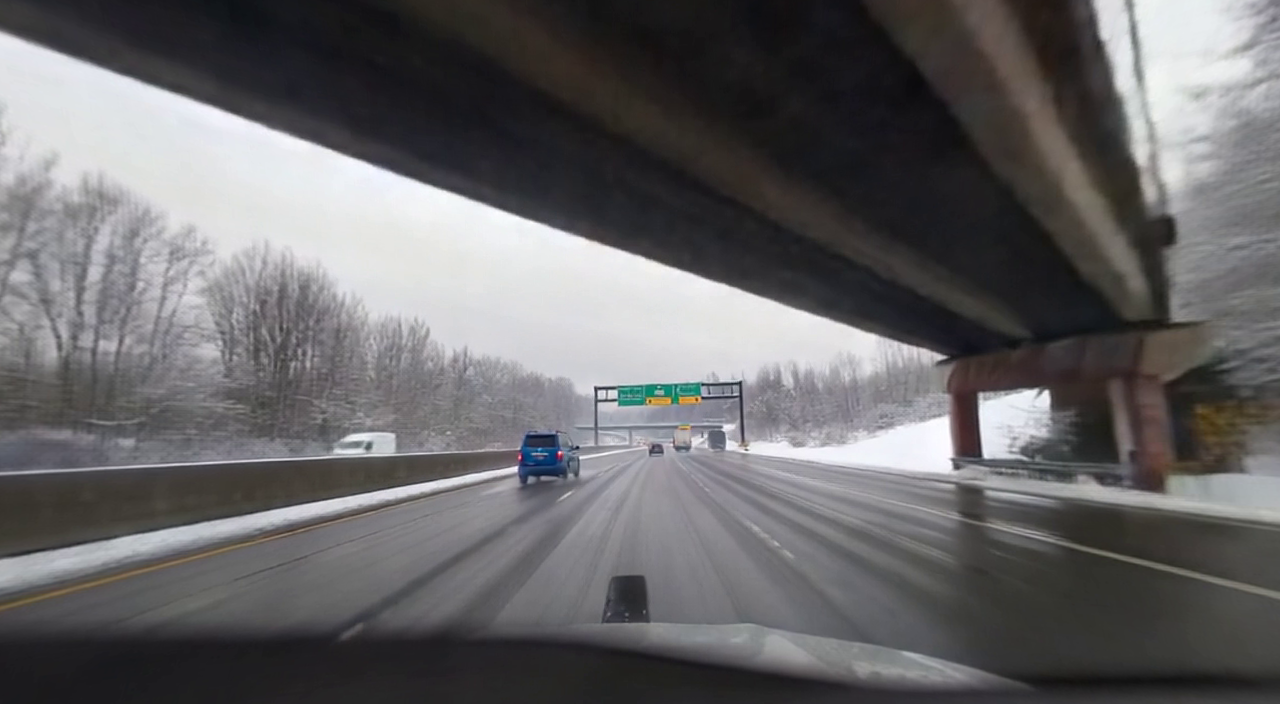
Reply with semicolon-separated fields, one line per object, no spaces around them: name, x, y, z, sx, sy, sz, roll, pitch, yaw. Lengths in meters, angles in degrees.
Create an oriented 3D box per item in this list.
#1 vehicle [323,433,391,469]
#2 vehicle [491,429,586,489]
vehicle;-22.128;7.773;49.495;2.310;2.609;5.912;-1;-8;3
vehicle;-3.107;3.395;20.309;2.177;1.707;4.432;0;-8;2
